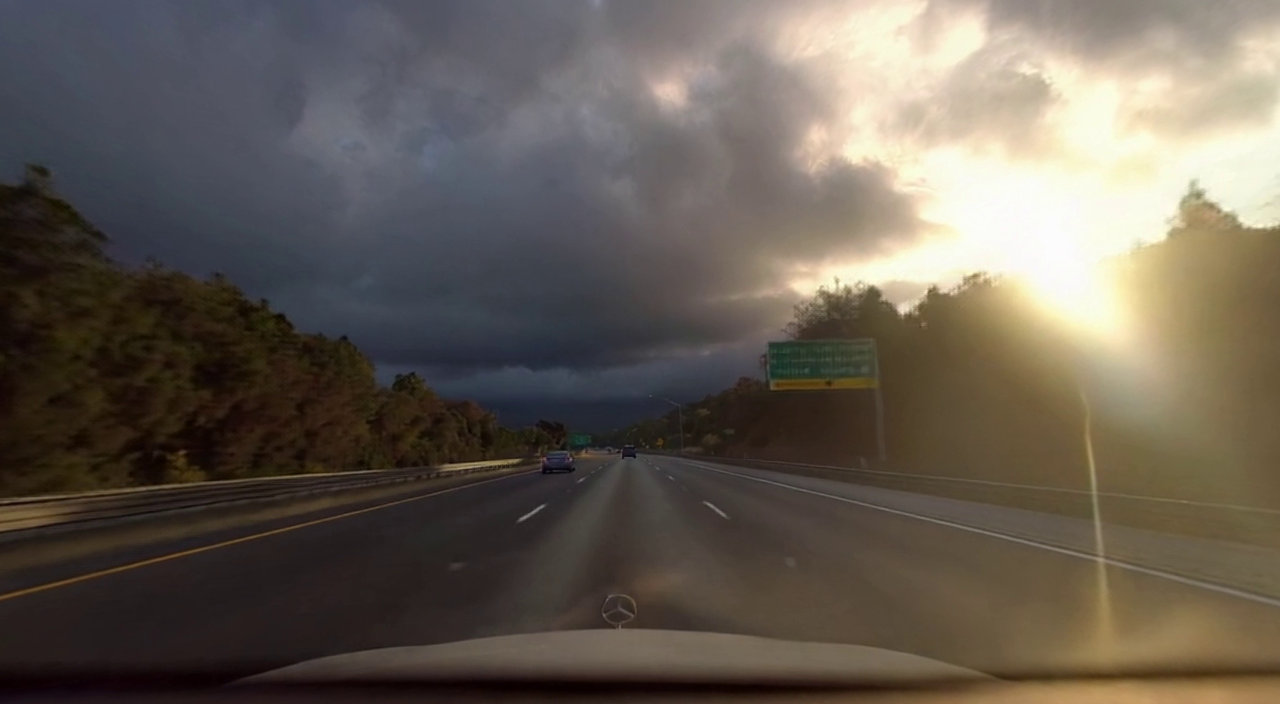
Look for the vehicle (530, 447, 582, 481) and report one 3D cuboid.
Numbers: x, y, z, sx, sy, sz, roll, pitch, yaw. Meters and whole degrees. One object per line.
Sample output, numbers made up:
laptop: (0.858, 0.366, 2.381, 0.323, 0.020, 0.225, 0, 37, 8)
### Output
vehicle: (-3.982, 5.352, 30.348, 1.970, 1.492, 3.944, 0, -9, 0)
